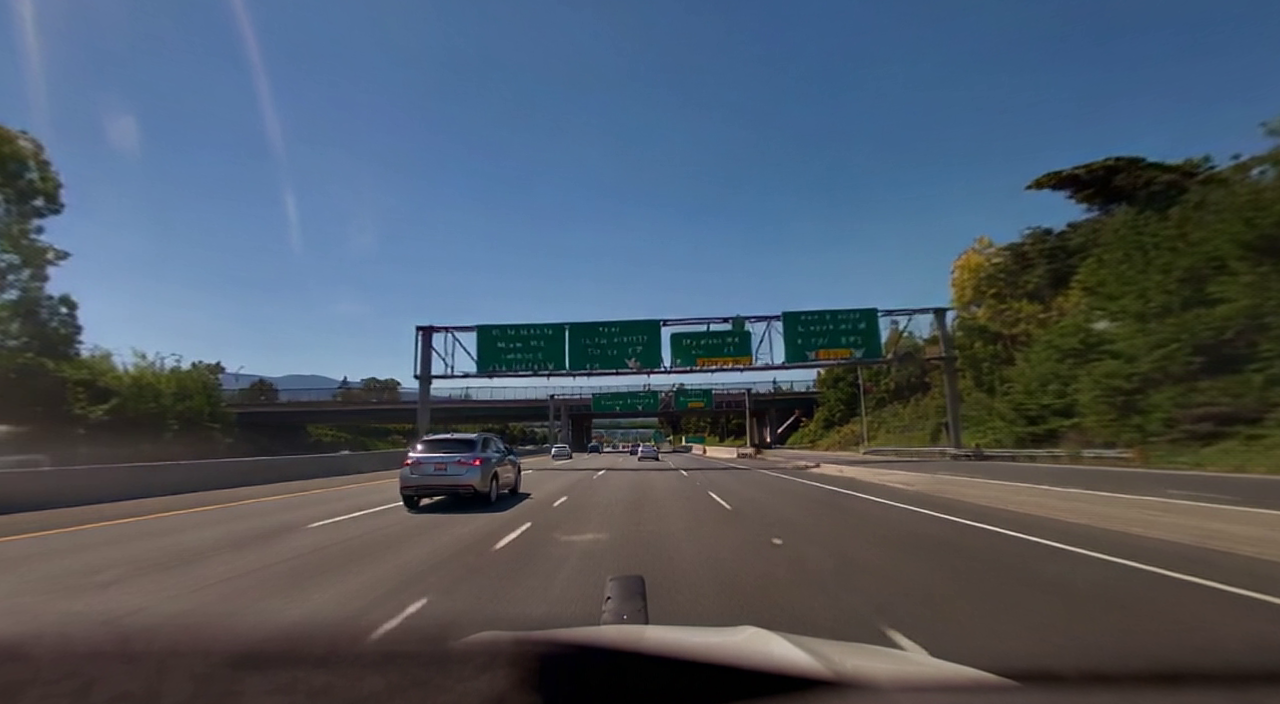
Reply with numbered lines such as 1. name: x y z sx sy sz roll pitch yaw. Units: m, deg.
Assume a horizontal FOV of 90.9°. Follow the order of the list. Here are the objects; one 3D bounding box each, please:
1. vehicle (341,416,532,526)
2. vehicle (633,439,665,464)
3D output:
1. vehicle: -3.699 2.263 12.525 2.214 1.759 4.435 0 -8 1
2. vehicle: 0.577 6.766 42.913 2.023 1.589 4.030 0 -8 0
